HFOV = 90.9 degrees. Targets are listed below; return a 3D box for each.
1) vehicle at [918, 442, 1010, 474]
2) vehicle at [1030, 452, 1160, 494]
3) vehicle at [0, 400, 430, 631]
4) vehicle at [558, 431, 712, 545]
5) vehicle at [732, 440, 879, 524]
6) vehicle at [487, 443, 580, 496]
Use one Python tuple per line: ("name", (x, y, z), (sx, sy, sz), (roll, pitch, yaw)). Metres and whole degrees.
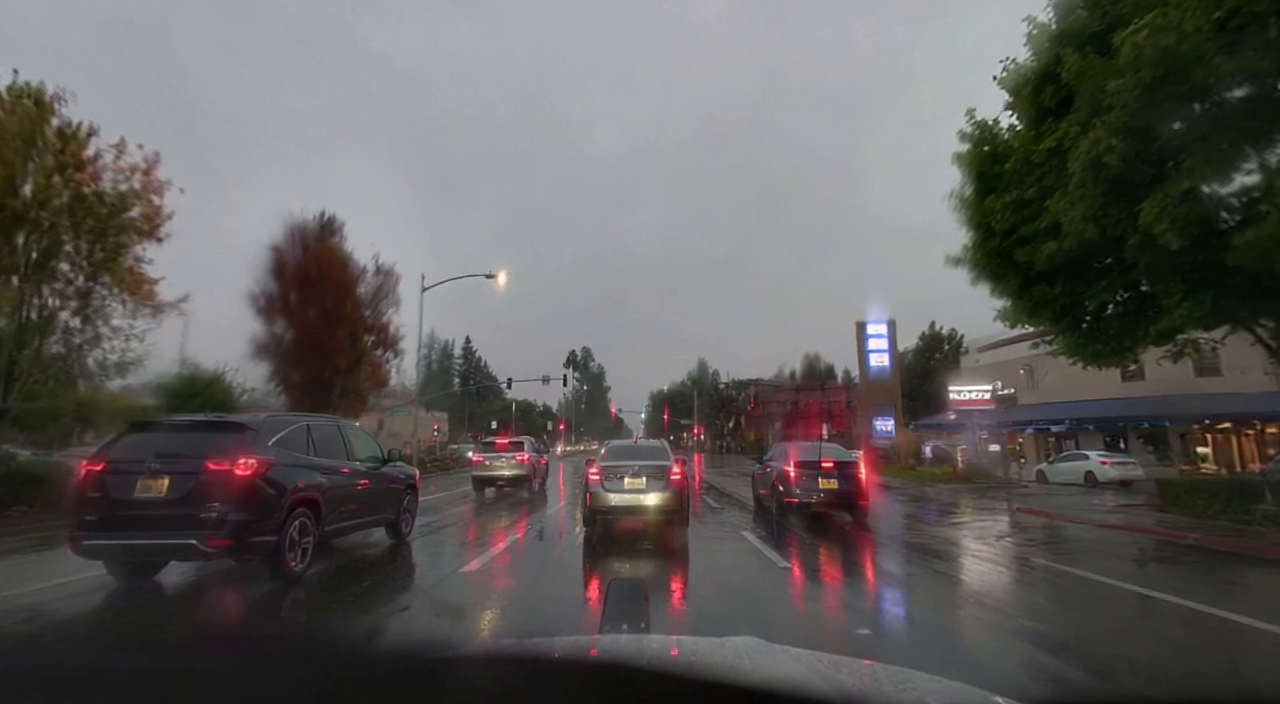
("vehicle", (17.989, 5.858, 35.161), (1.907, 1.669, 4.147), (5, -9, -28))
("vehicle", (17.416, 4.621, 24.473), (1.860, 1.408, 4.631), (-1, -8, 4))
("vehicle", (-3.962, 1.496, 6.711), (1.983, 1.685, 3.997), (0, -8, 1))
("vehicle", (-0.073, 2.179, 10.764), (2.121, 1.563, 4.031), (0, -8, 0))
("vehicle", (3.252, 2.633, 13.367), (1.979, 1.485, 4.207), (0, -8, 0))
("vehicle", (-3.245, 3.666, 20.159), (2.126, 1.490, 4.265), (0, -8, 2))
